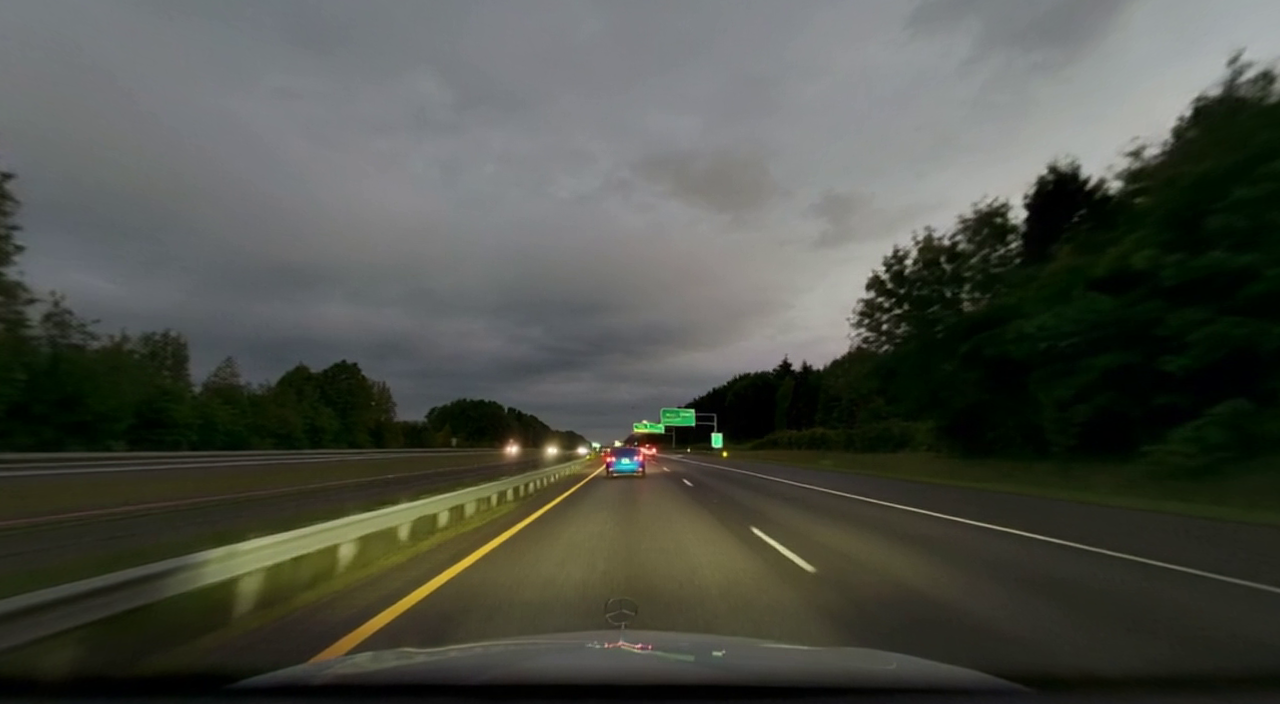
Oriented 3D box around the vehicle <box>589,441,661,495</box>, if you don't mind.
[{"bbox_3d":[-0.450,3.658,20.256,2.069,1.523,4.012,0,-9,-1],"label":"vehicle"}]
